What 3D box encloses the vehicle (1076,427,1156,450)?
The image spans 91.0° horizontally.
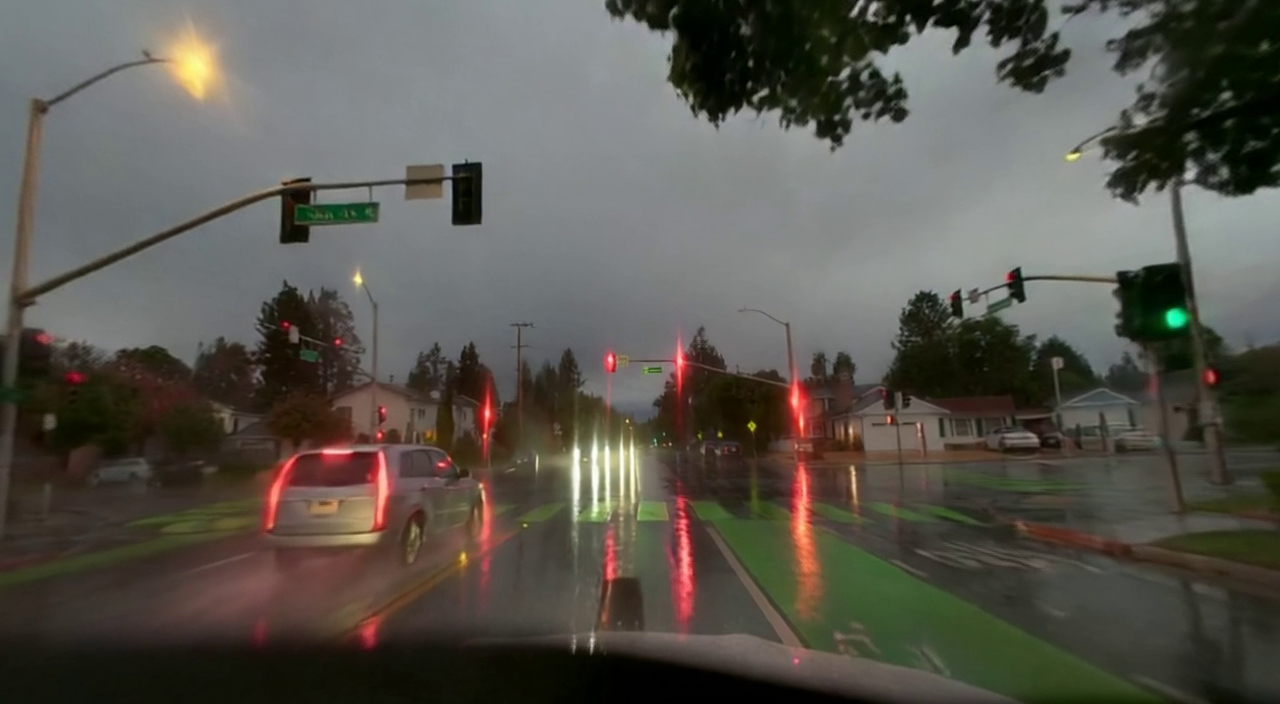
[{"bbox_3d":[30.979,5.707,41.176,1.837,1.396,4.695,-1,-9,5],"label":"vehicle"}]

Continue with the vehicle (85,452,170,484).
[{"bbox_3d":[-35.088,7.928,43.290,1.979,2.043,4.543,0,-9,0],"label":"vehicle"}]

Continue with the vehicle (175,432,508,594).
[{"bbox_3d":[-3.304,1.876,8.310,1.904,1.489,4.746,0,-9,2],"label":"vehicle"}]

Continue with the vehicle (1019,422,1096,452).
[{"bbox_3d":[27.165,5.618,41.141,2.033,1.821,4.542,0,-9,3],"label":"vehicle"}]

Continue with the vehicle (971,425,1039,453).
[{"bbox_3d":[24.013,5.793,41.563,1.964,1.759,4.583,-1,-9,4],"label":"vehicle"}]

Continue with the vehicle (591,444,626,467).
[{"bbox_3d":[-2.107,7.019,42.931,1.982,1.472,4.103,-1,-9,3],"label":"vehicle"}]
